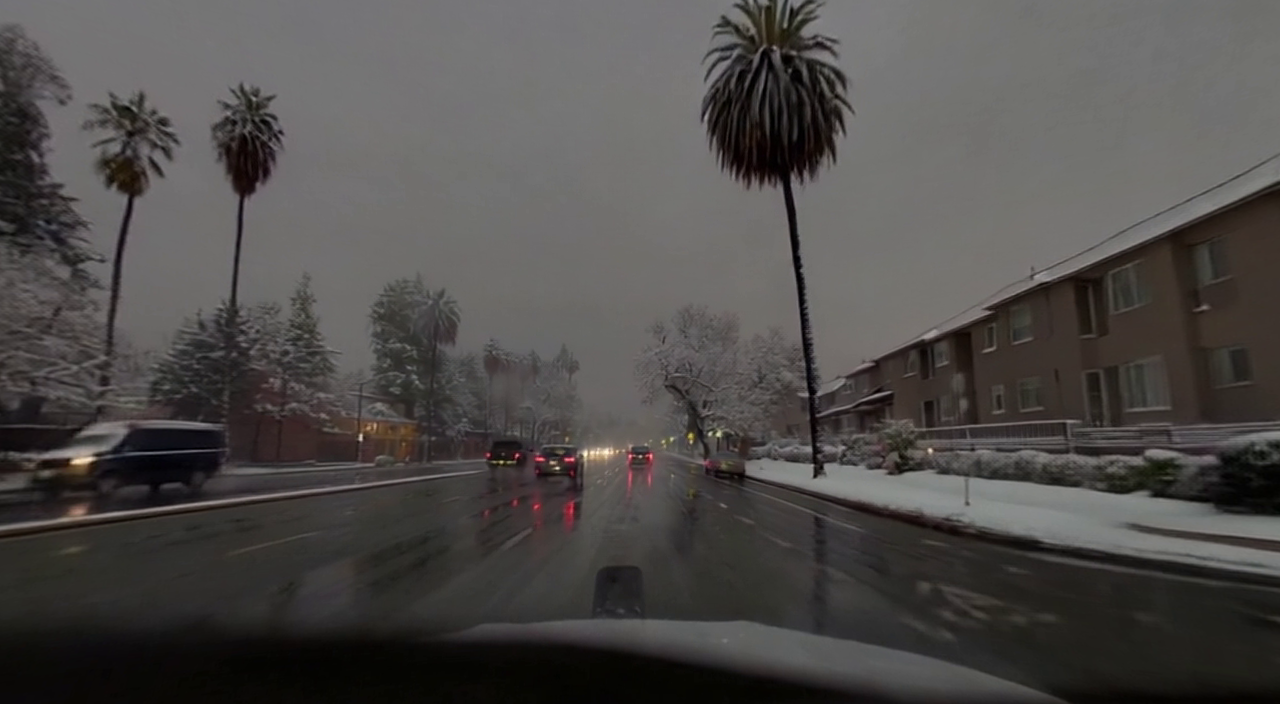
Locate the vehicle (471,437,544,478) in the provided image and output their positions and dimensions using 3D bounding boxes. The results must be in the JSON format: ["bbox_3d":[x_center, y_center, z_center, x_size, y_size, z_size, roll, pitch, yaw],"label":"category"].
[{"bbox_3d":[-7.006,5.659,34.074,2.457,2.010,6.330,0,-9,1],"label":"vehicle"}]

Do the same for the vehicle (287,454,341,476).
[{"bbox_3d":[-25.567,8.852,49.529,1.838,1.516,4.484,0,-9,0],"label":"vehicle"}]

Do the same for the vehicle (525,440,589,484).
[{"bbox_3d":[-3.636,4.902,28.346,2.116,1.806,4.516,0,-9,2],"label":"vehicle"}]

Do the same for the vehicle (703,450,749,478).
[{"bbox_3d":[5.083,6.650,37.629,1.994,1.507,4.173,1,-9,-2],"label":"vehicle"}]

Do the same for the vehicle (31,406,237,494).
[{"bbox_3d":[-17.656,3.503,22.572,2.331,2.714,5.872,0,-9,1],"label":"vehicle"}]
